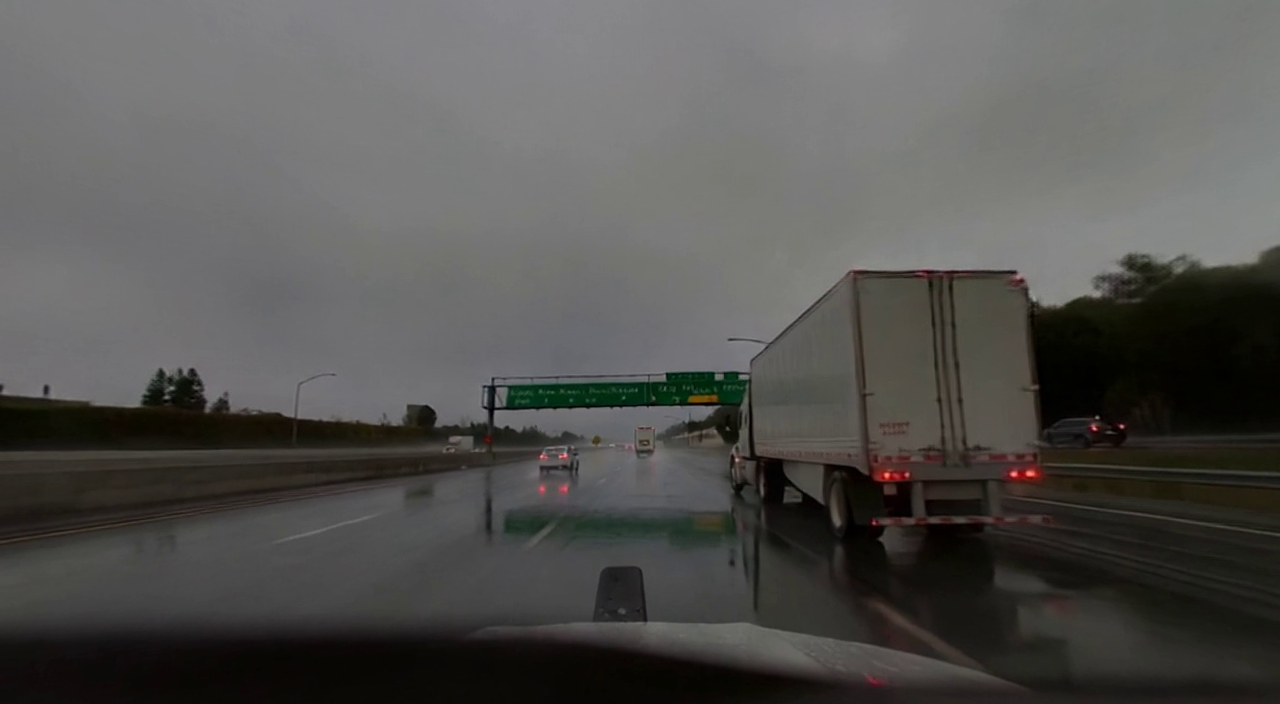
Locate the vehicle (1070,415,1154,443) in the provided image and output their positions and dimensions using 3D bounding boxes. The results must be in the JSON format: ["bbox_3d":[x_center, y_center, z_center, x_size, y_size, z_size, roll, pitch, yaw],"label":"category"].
[{"bbox_3d":[29.148,4.793,38.957,1.928,1.603,4.315,1,-8,2],"label":"vehicle"}]

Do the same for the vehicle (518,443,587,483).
[{"bbox_3d":[-3.631,4.741,27.108,2.143,1.529,4.918,0,-9,1],"label":"vehicle"}]

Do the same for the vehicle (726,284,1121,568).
[{"bbox_3d":[4.045,1.632,12.776,3.049,3.395,10.595,0,-9,0],"label":"vehicle"}]
